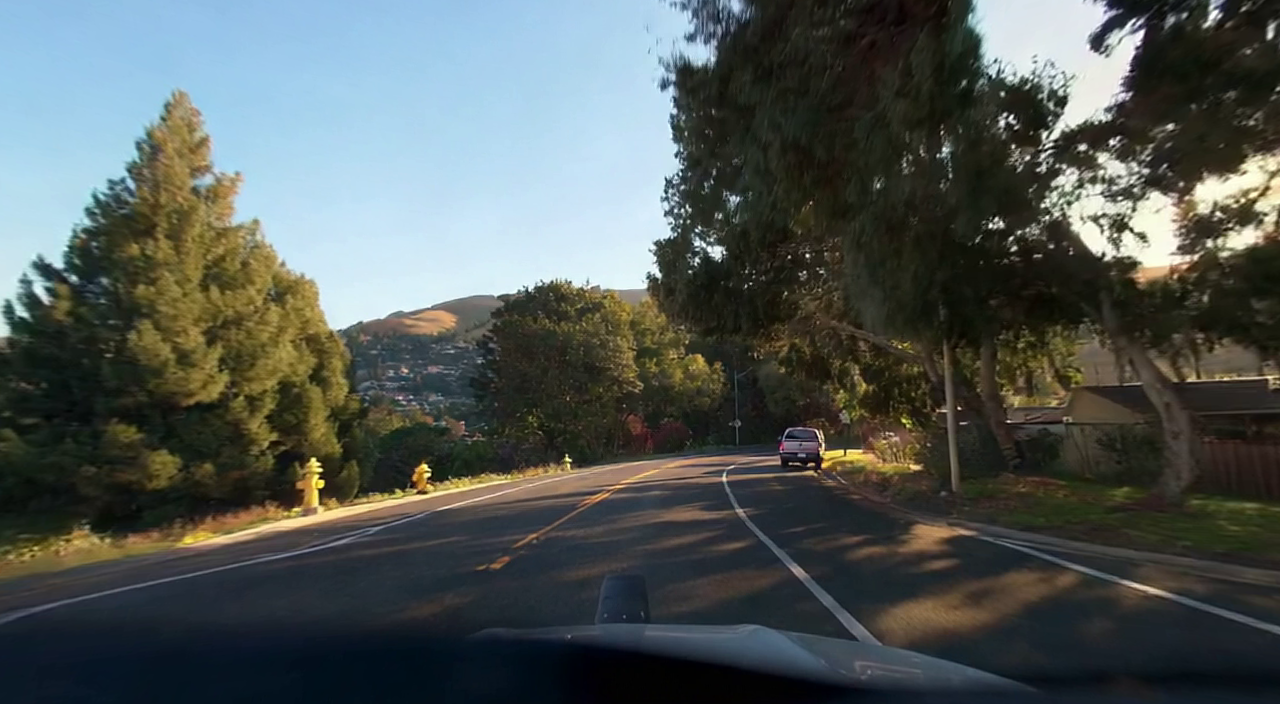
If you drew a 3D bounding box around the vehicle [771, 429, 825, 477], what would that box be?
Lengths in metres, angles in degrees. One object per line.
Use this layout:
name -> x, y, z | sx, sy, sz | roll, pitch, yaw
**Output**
vehicle -> 6.573, 4.167, 26.437 | 1.992, 1.817, 4.467 | -1, -8, 12
